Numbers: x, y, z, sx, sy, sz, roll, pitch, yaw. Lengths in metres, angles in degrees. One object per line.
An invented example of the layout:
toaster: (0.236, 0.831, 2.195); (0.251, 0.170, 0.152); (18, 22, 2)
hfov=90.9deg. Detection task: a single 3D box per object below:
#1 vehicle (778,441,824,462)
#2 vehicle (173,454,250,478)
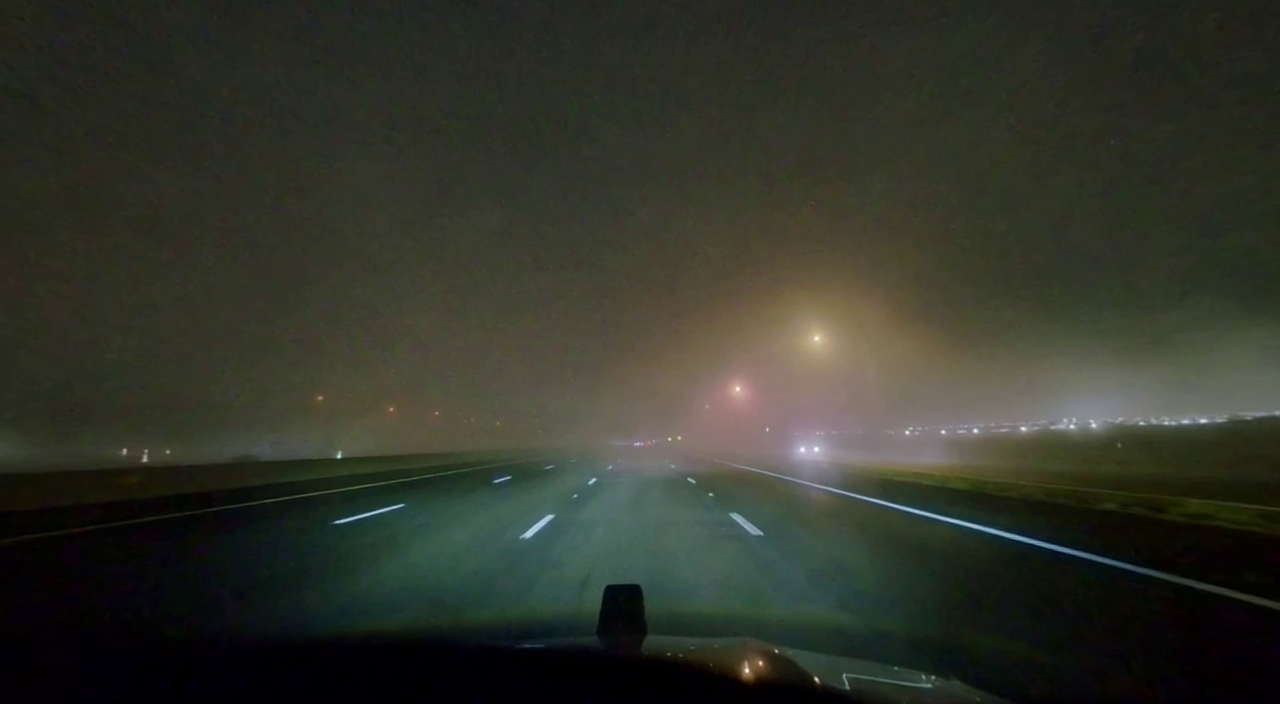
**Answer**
vehicle: (12.031, 7.465, 47.584); (1.977, 1.528, 5.111); (0, -8, -2)
vehicle: (-29.905, 7.928, 44.209); (2.089, 1.493, 4.781); (0, -8, 0)
